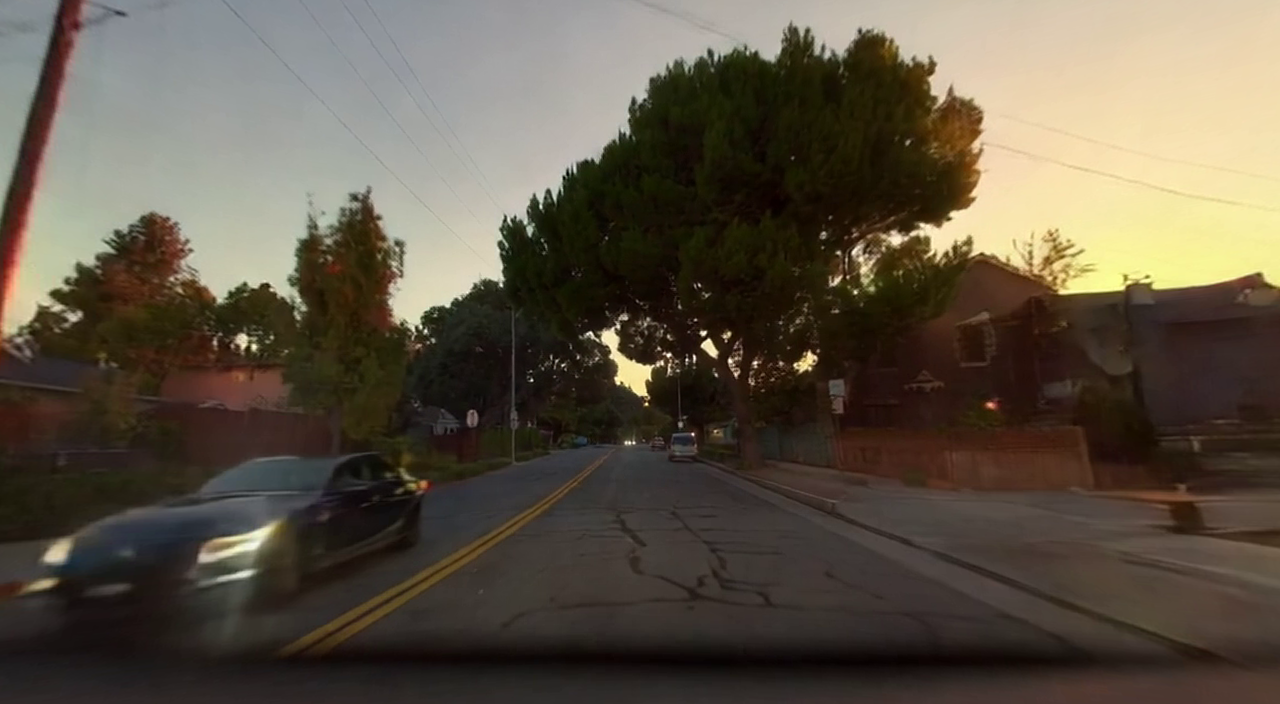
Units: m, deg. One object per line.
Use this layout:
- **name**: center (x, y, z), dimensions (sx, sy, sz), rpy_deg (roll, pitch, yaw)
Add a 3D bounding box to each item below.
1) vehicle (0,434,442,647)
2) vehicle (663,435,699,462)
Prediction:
- **vehicle**: center (-3.702, 1.635, 6.568), dimensions (1.959, 1.473, 4.115), rpy_deg (0, -8, 0)
- **vehicle**: center (2.769, 6.638, 43.491), dimensions (2.086, 1.726, 4.384), rpy_deg (0, -8, -1)
